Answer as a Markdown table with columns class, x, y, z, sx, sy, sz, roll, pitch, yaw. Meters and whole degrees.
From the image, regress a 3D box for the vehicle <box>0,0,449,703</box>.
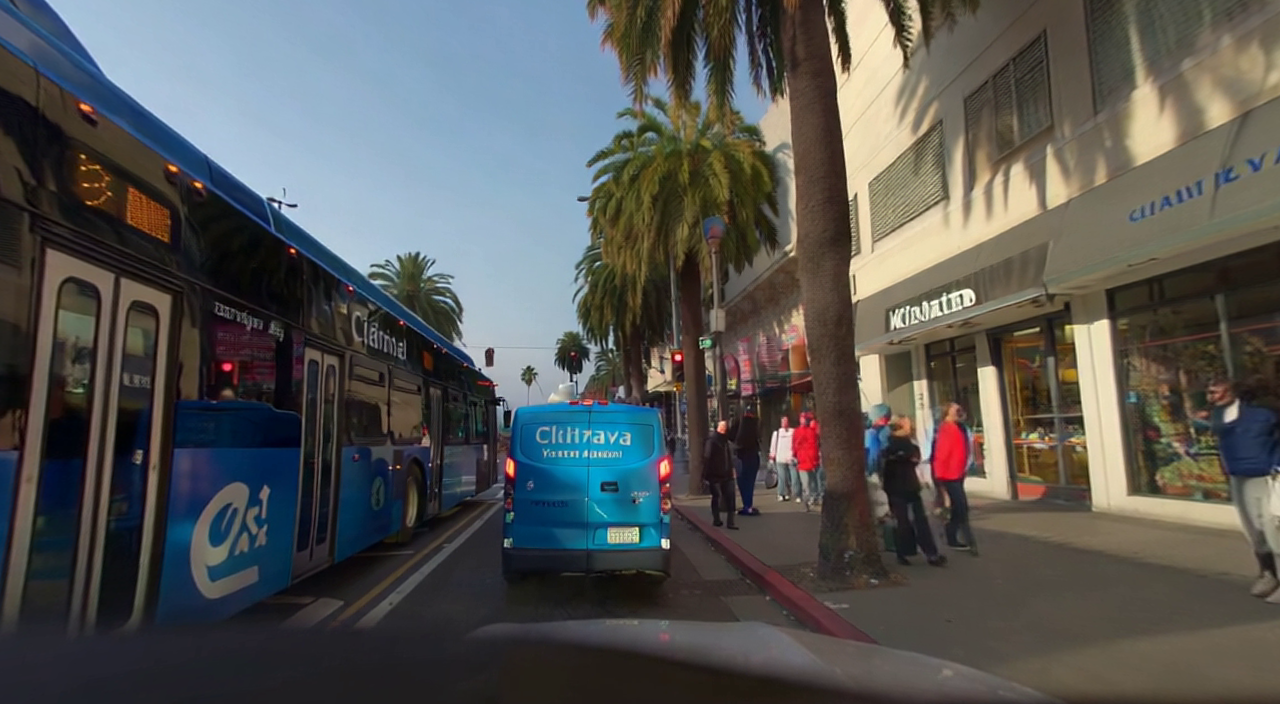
| class | x | y | z | sx | sy | sz | roll | pitch | yaw |
| --- | --- | --- | --- | --- | --- | --- | --- | --- | --- |
| vehicle | -3.805 | 0.195 | 3.299 | 2.863 | 3.233 | 11.573 | 1 | -8 | -4 |

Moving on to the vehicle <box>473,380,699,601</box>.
| class | x | y | z | sx | sy | sz | roll | pitch | yaw |
| --- | --- | --- | --- | --- | --- | --- | --- | --- | --- |
| vehicle | -0.790 | 1.528 | 7.798 | 2.002 | 1.907 | 4.211 | 1 | -9 | -9 |
